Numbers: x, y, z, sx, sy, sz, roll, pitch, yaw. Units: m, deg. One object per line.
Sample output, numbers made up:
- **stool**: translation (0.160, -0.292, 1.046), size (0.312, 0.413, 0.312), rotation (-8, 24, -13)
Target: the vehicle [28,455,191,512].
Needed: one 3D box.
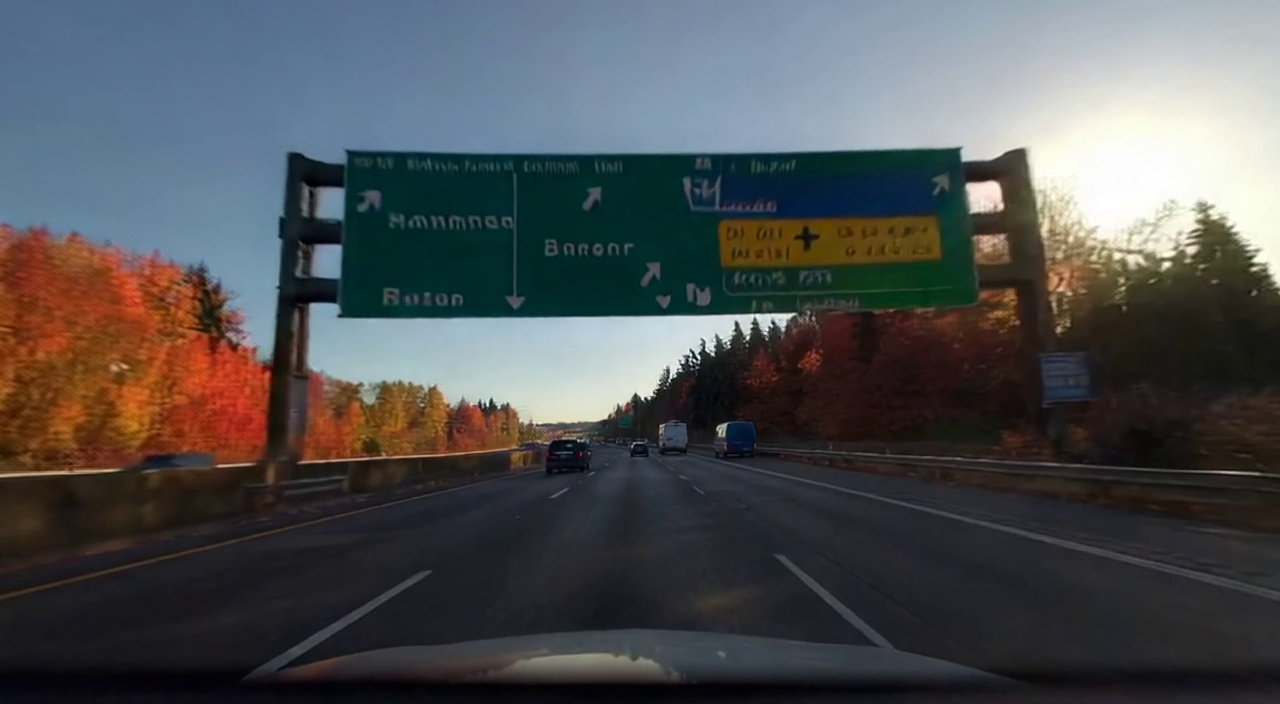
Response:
- **vehicle**: translation (-16.117, 3.962, 19.387), size (1.743, 1.469, 3.718), rotation (0, -8, 0)

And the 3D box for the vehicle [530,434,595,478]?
- **vehicle**: translation (-3.193, 4.402, 26.944), size (2.177, 1.707, 4.432), rotation (0, -8, 0)

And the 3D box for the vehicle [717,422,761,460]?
- **vehicle**: translation (7.583, 6.955, 48.992), size (2.435, 2.754, 6.284), rotation (0, -8, 0)
